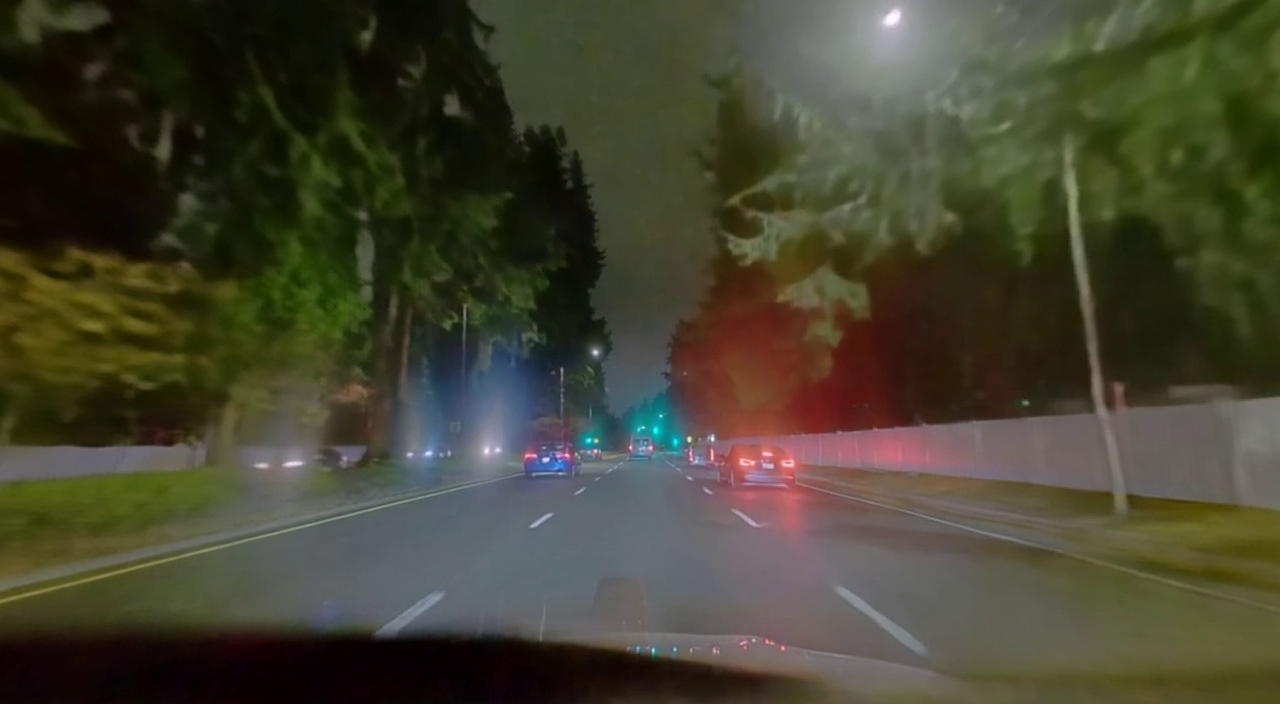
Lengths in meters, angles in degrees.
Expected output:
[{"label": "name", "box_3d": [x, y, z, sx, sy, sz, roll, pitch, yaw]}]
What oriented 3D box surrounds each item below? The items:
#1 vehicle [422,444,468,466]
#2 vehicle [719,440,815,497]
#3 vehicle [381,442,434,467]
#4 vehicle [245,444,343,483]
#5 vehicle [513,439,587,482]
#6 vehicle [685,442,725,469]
[{"label": "vehicle", "box_3d": [-13.656, 7.199, 44.146, 1.816, 1.484, 4.356, 0, -8, 0]}, {"label": "vehicle", "box_3d": [3.595, 3.382, 18.634, 1.945, 1.469, 4.258, 0, -8, 0]}, {"label": "vehicle", "box_3d": [-17.504, 7.741, 47.558, 2.107, 1.796, 5.011, 0, -8, 0]}, {"label": "vehicle", "box_3d": [-14.041, 4.498, 25.749, 1.822, 1.461, 3.778, 0, -8, 0]}, {"label": "vehicle", "box_3d": [-3.313, 4.075, 23.980, 2.036, 1.474, 4.647, 0, -8, 1]}, {"label": "vehicle", "box_3d": [3.938, 6.320, 38.613, 1.905, 1.520, 4.340, 1, -8, -1]}]
